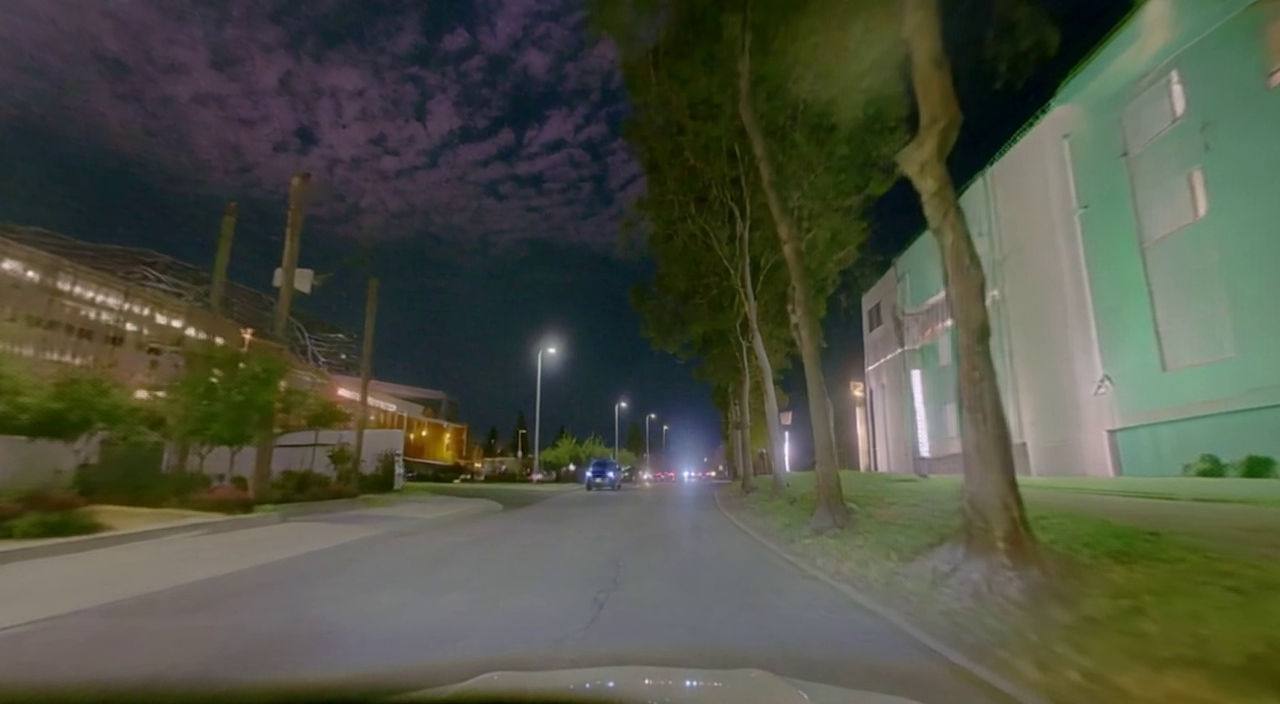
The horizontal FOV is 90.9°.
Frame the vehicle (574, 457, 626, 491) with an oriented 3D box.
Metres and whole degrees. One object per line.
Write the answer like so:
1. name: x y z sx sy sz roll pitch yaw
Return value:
1. vehicle: -2.240 7.060 36.674 2.022 1.776 4.625 -2 -10 9
